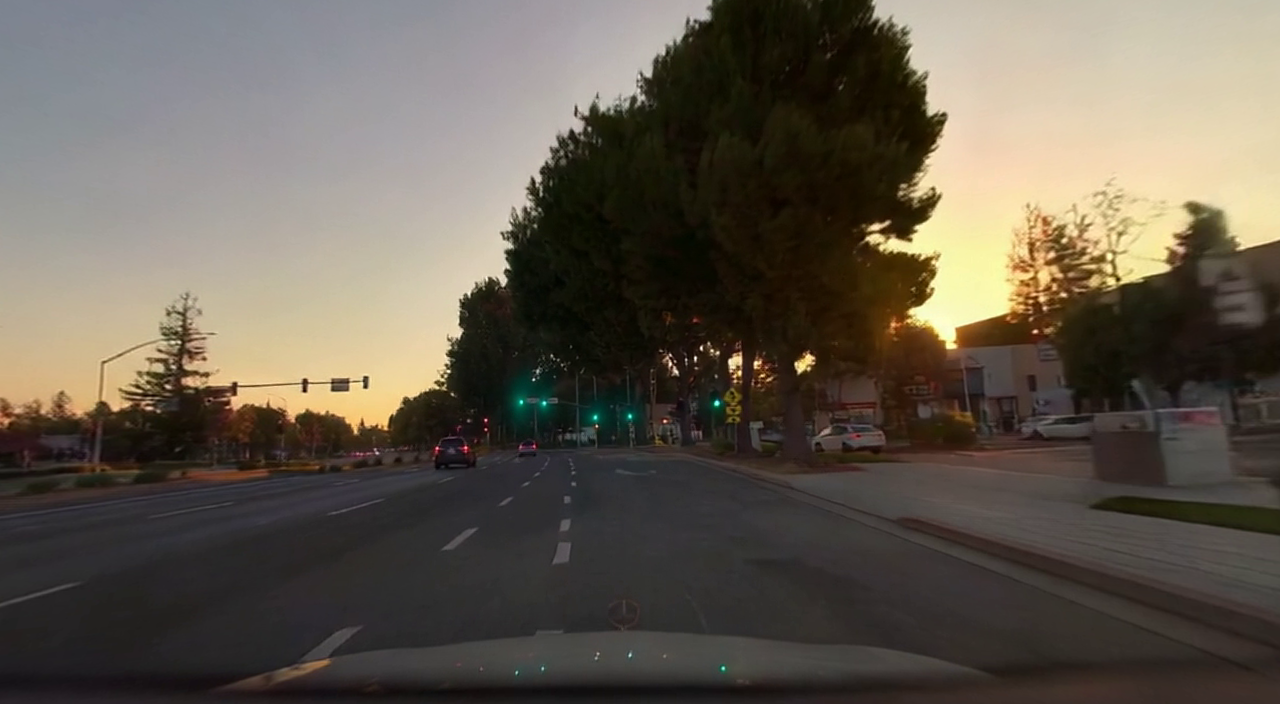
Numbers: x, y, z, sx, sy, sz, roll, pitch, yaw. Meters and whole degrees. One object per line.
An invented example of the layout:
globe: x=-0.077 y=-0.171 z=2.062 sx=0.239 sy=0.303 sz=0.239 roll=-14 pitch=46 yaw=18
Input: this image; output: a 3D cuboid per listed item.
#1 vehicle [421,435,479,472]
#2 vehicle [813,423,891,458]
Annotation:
vehicle: x=-9.819 y=5.272 z=33.004 sx=1.985 sy=1.772 sz=4.479 roll=0 pitch=-8 yaw=-4
vehicle: x=10.178 y=4.281 z=30.746 sx=2.076 sy=1.505 sz=4.770 roll=-1 pitch=-7 yaw=-1
